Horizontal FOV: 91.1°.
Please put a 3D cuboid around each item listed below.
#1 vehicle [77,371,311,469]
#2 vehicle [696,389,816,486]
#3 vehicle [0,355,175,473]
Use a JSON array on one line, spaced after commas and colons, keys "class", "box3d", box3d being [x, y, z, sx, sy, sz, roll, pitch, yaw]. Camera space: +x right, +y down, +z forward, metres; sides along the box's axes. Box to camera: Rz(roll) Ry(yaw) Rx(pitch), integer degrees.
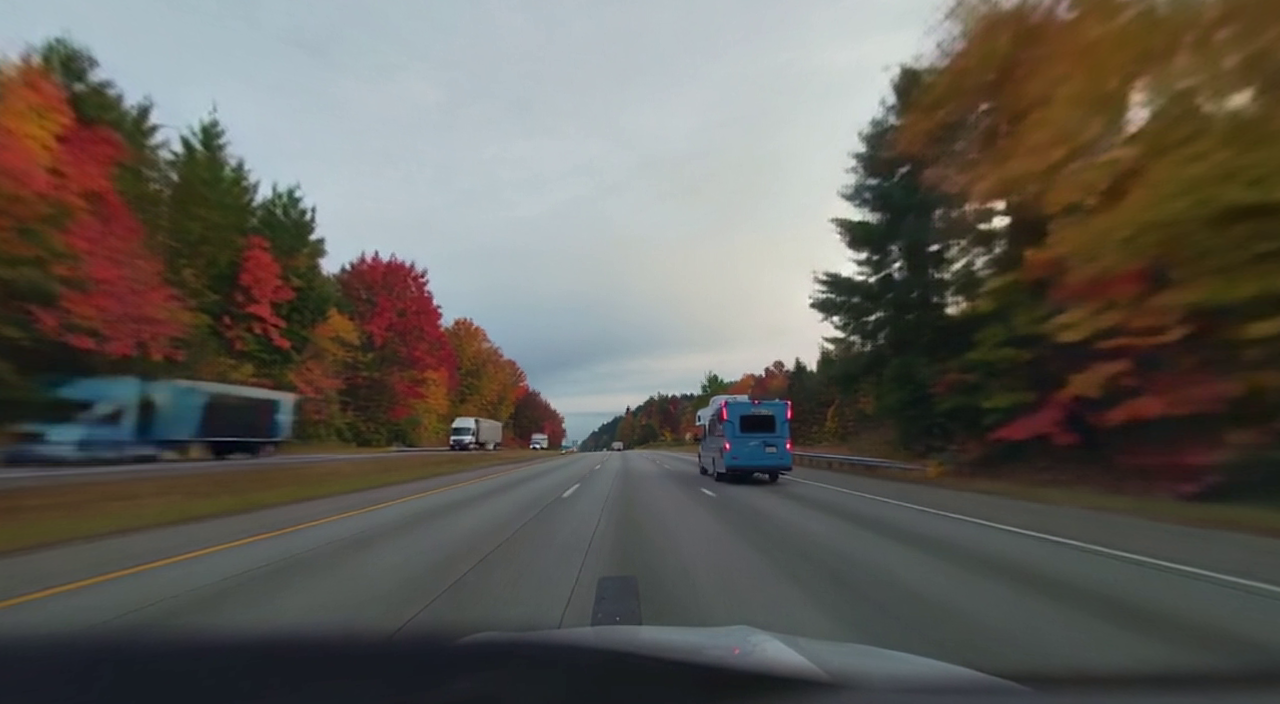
[{"class": "vehicle", "box3d": [-19.675, 3.296, 29.239, 2.795, 3.656, 11.197, 0, -8, -1]}, {"class": "vehicle", "box3d": [3.777, 3.037, 22.421, 2.815, 2.876, 7.101, 0, -8, -1]}, {"class": "vehicle", "box3d": [-19.381, 2.224, 22.254, 3.298, 3.890, 2.971, 0, -8, -3]}]
